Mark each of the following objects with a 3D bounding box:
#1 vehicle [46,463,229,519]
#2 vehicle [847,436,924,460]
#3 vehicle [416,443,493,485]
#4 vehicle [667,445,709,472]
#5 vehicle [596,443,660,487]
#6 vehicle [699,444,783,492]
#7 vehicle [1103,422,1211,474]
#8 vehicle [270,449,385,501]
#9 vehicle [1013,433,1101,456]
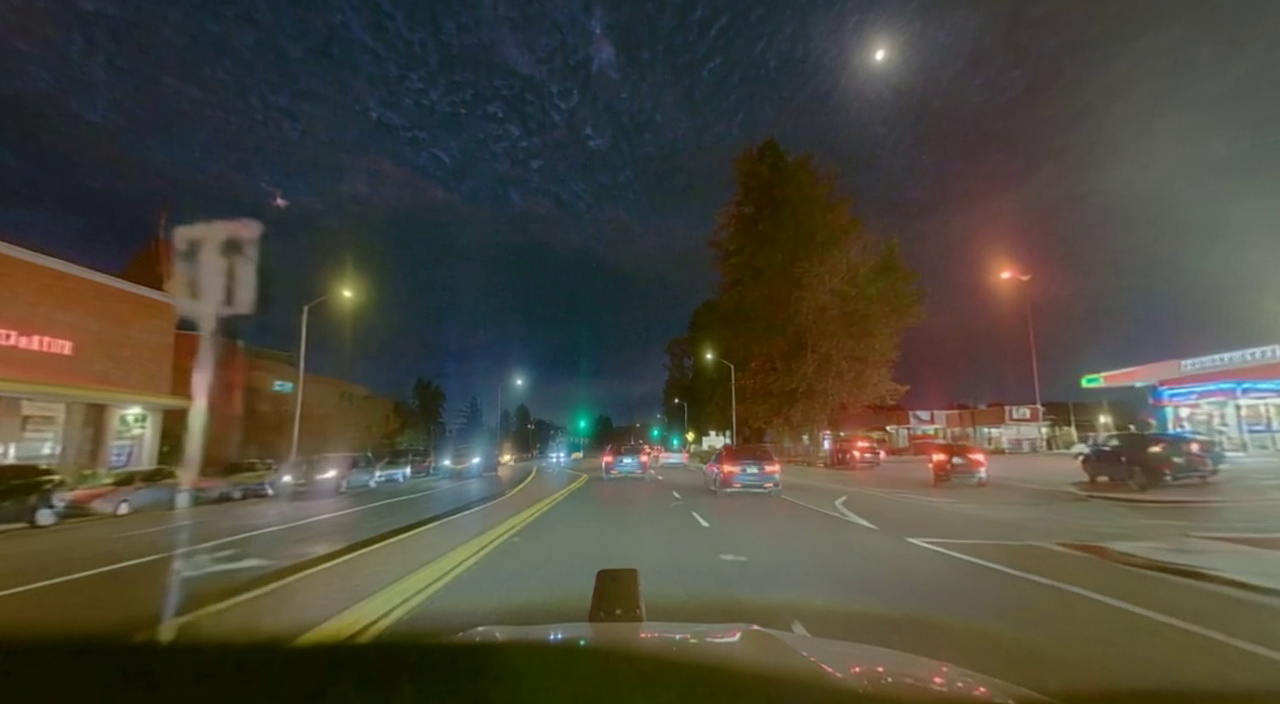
[{"bbox_3d":[-15.566,4.295,20.027,1.871,1.452,4.579,-1,-9,3],"label":"vehicle"},{"bbox_3d":[18.944,7.436,49.046,4.948,1.733,2.296,0,-9,-2],"label":"vehicle"},{"bbox_3d":[-8.443,5.127,29.238,2.273,1.748,4.379,0,-9,-1],"label":"vehicle"},{"bbox_3d":[2.804,6.296,37.602,2.098,1.527,3.966,0,-9,-1],"label":"vehicle"},{"bbox_3d":[-0.463,4.301,24.462,2.232,1.508,4.319,0,-9,-1],"label":"vehicle"},{"bbox_3d":[3.314,3.902,21.660,2.060,1.471,4.168,0,-9,-2],"label":"vehicle"},{"bbox_3d":[18.568,3.483,22.995,1.937,1.691,4.746,-5,-10,26],"label":"vehicle"},{"bbox_3d":[-11.175,4.397,23.039,1.997,1.677,4.327,0,-9,-1],"label":"vehicle"},{"bbox_3d":[27.774,6.191,42.220,4.478,1.450,1.968,0,-8,-4],"label":"vehicle"}]
